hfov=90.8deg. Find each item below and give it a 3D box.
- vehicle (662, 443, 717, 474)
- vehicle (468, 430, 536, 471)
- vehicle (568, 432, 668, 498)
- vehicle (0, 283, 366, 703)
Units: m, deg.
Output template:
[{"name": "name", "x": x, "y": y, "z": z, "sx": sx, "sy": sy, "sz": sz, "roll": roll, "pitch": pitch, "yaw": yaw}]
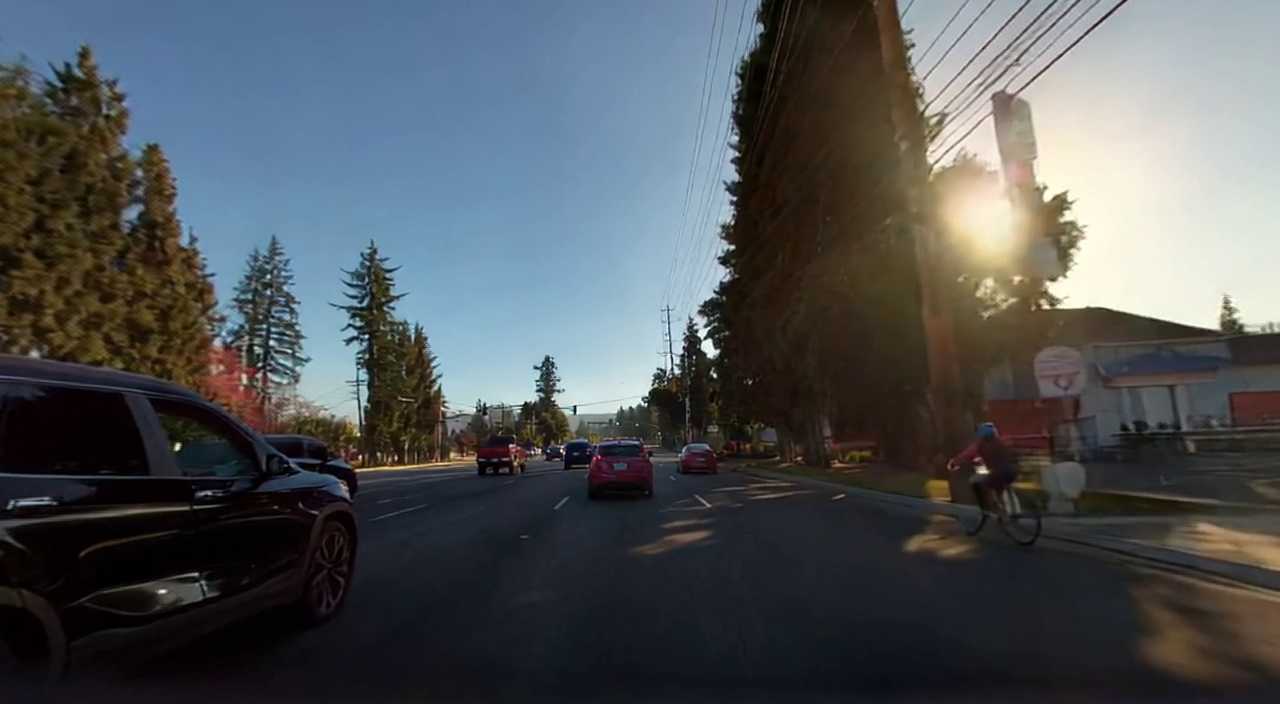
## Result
[{"name": "vehicle", "x": 2.219, "y": 4.943, "z": 29.521, "sx": 2.065, "sy": 1.302, "sz": 4.416, "roll": 0, "pitch": -8, "yaw": -2}, {"name": "vehicle", "x": -7.042, "y": 5.115, "z": 32.874, "sx": 2.385, "sy": 1.918, "sz": 5.056, "roll": 0, "pitch": -8, "yaw": 0}, {"name": "vehicle", "x": -0.497, "y": 2.797, "z": 16.004, "sx": 2.189, "sy": 1.437, "sz": 4.135, "roll": 0, "pitch": -8, "yaw": 0}, {"name": "vehicle", "x": -3.097, "y": 0.673, "z": 2.586, "sx": 1.922, "sy": 1.642, "sz": 4.547, "roll": 0, "pitch": -8, "yaw": -1}]
